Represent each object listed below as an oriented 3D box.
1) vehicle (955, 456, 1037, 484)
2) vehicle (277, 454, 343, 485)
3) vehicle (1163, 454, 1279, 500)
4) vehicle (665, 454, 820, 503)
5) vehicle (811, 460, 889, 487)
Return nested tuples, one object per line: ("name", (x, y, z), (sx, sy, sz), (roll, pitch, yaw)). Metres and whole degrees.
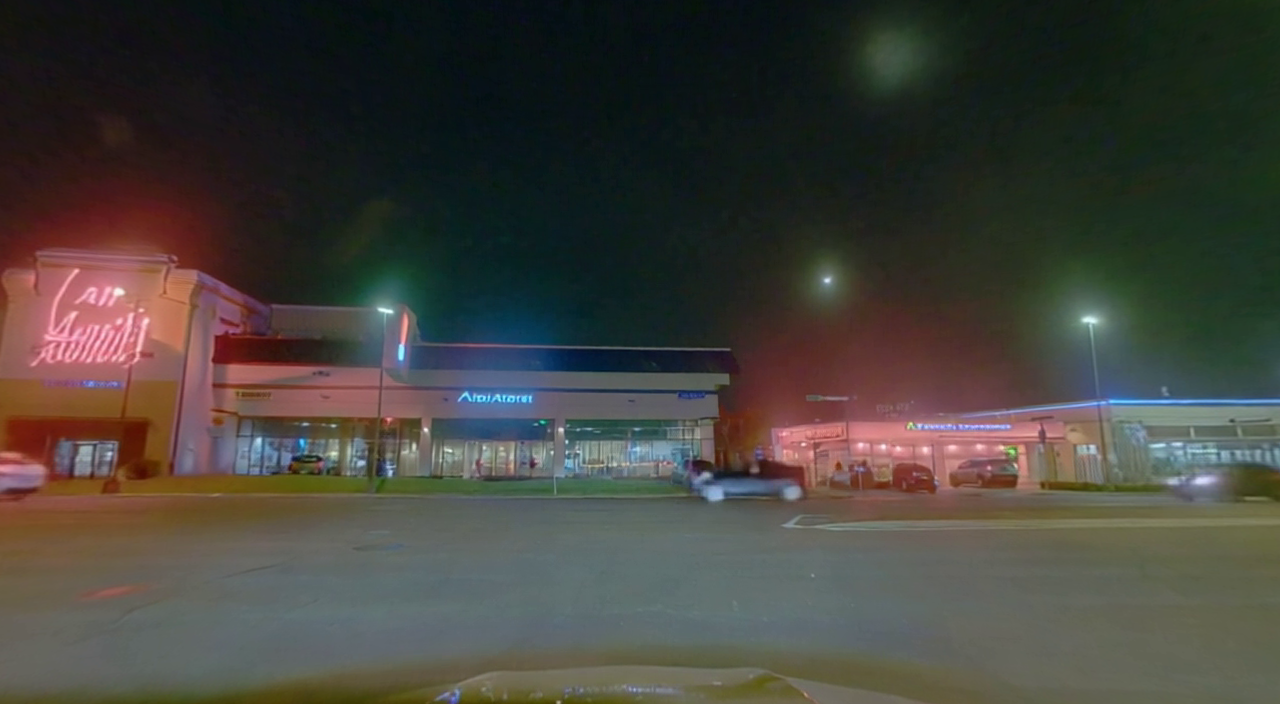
("vehicle", (25.736, 8.499, 45.751), (4.838, 1.799, 1.914), (-7, -11, 39))
("vehicle", (-20.019, 7.083, 38.243), (4.596, 1.680, 1.936), (-8, -11, 42))
("vehicle", (22.744, 4.717, 24.037), (4.073, 1.609, 1.813), (1, -9, -4))
("vehicle", (3.289, 4.109, 20.756), (4.661, 1.478, 1.878), (1, -9, -7))
("vehicle", (12.991, 7.512, 39.386), (1.791, 1.453, 4.593), (5, -10, -29))
